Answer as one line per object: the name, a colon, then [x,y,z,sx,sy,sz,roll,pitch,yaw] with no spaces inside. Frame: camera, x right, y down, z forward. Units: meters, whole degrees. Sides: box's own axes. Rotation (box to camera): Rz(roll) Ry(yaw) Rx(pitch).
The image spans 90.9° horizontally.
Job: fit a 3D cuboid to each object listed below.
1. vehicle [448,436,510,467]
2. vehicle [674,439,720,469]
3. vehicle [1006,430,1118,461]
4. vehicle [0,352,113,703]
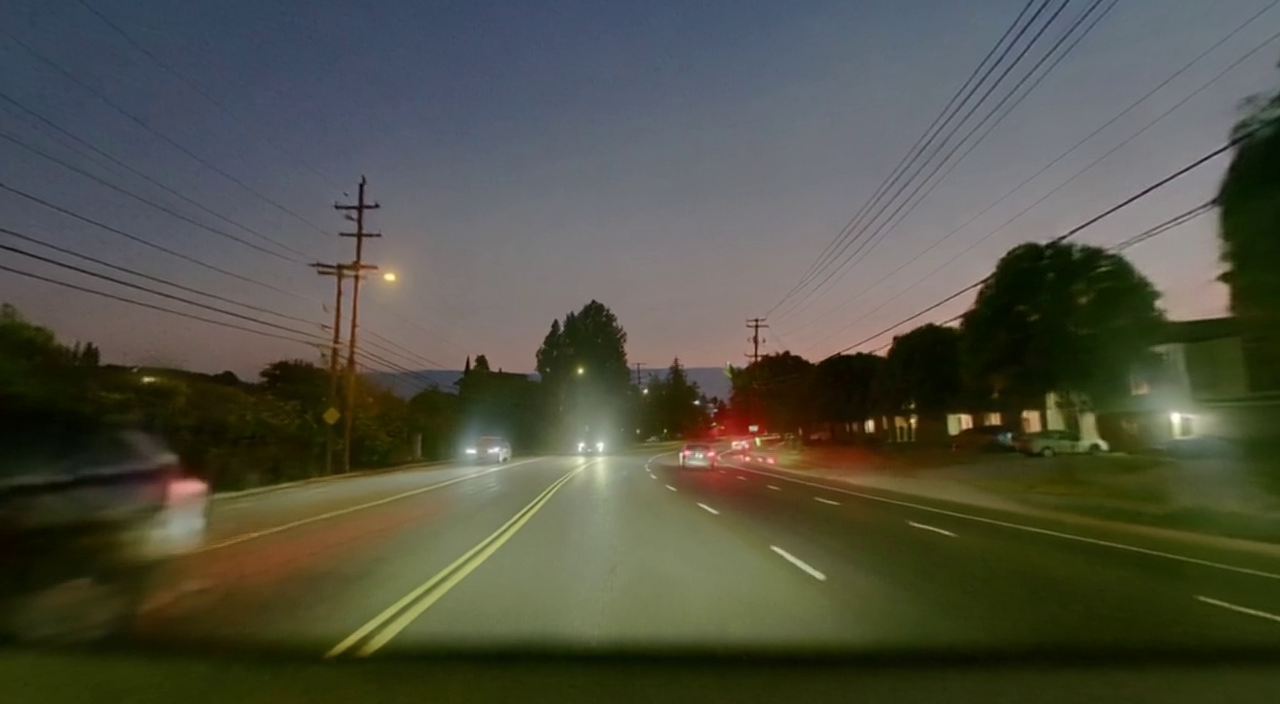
vehicle: [-8.501,5.316,33.777,2.019,1.476,4.786,0,-9,0]
vehicle: [2.928,5.336,33.103,1.982,1.451,4.152,0,-9,-1]
vehicle: [21.733,4.823,32.537,4.444,1.479,1.913,0,-8,-3]
vehicle: [-4.140,0.637,1.187,2.205,1.769,4.589,-1,-9,2]
